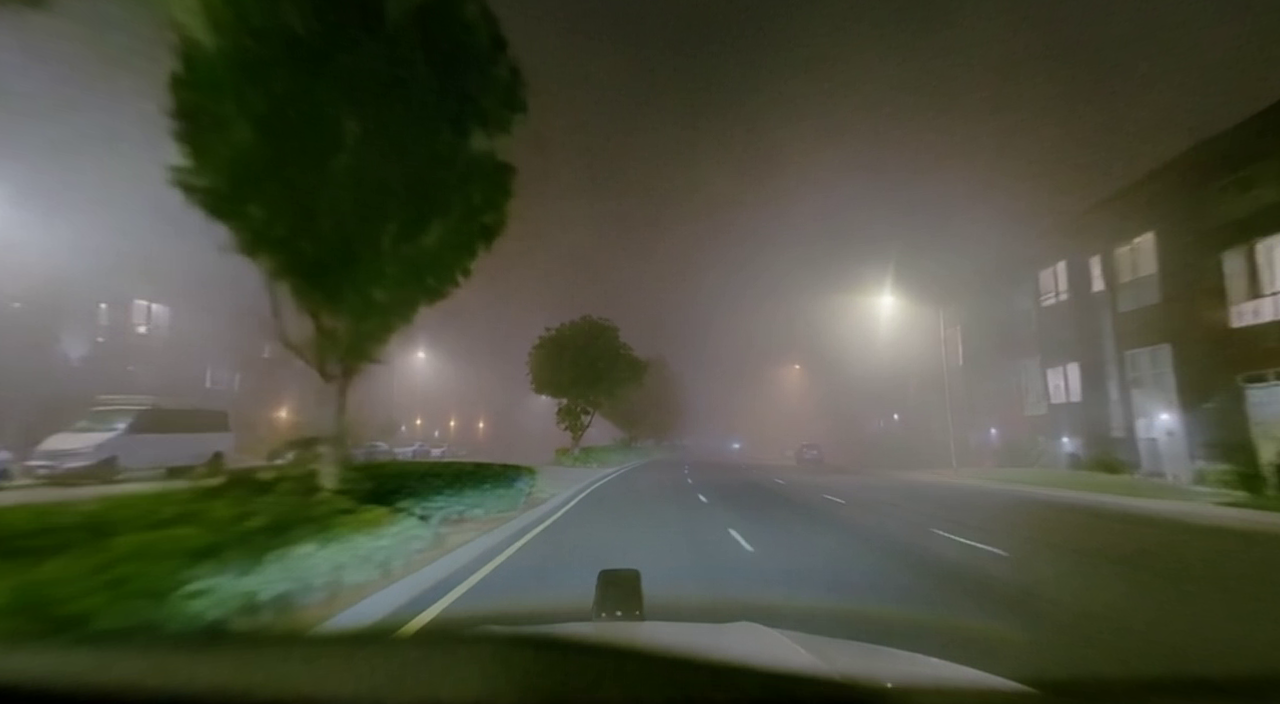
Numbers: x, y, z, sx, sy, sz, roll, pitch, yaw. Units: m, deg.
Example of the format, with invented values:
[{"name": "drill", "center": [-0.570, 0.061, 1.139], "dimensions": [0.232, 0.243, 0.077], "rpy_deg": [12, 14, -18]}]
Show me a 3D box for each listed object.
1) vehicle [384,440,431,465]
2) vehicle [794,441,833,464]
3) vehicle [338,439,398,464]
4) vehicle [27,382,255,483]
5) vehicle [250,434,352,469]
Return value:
[{"name": "vehicle", "center": [-17.086, 7.402, 46.598], "dimensions": [1.686, 1.671, 4.477], "rpy_deg": [-1, -9, 1]}, {"name": "vehicle", "center": [12.734, 7.410, 46.740], "dimensions": [1.992, 1.615, 4.460], "rpy_deg": [-1, -9, 5]}, {"name": "vehicle", "center": [-17.520, 6.458, 40.983], "dimensions": [1.854, 1.490, 4.331], "rpy_deg": [-2, -9, 2]}, {"name": "vehicle", "center": [-18.448, 3.137, 24.156], "dimensions": [2.766, 3.279, 6.821], "rpy_deg": [0, -9, 3]}, {"name": "vehicle", "center": [-17.994, 5.331, 33.953], "dimensions": [2.076, 1.703, 5.595], "rpy_deg": [0, -9, 4]}]
